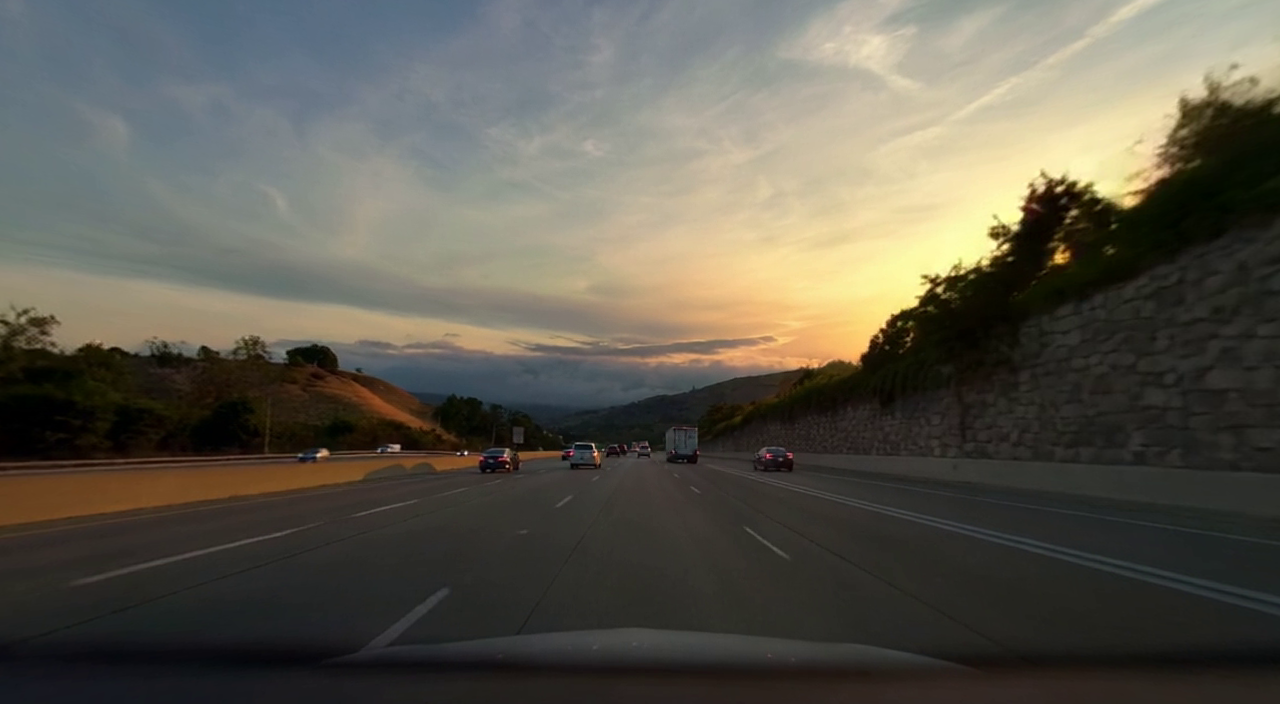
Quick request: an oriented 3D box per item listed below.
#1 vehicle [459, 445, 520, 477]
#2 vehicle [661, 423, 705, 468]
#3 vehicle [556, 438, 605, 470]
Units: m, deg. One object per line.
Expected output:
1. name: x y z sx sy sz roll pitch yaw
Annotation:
1. vehicle: -7.852 5.713 33.396 2.102 1.522 4.394 0 -8 0
2. vehicle: 3.168 7.155 48.445 2.795 3.187 7.205 0 -8 0
3. vehicle: -3.955 6.945 43.123 2.720 2.041 5.432 0 -8 1
